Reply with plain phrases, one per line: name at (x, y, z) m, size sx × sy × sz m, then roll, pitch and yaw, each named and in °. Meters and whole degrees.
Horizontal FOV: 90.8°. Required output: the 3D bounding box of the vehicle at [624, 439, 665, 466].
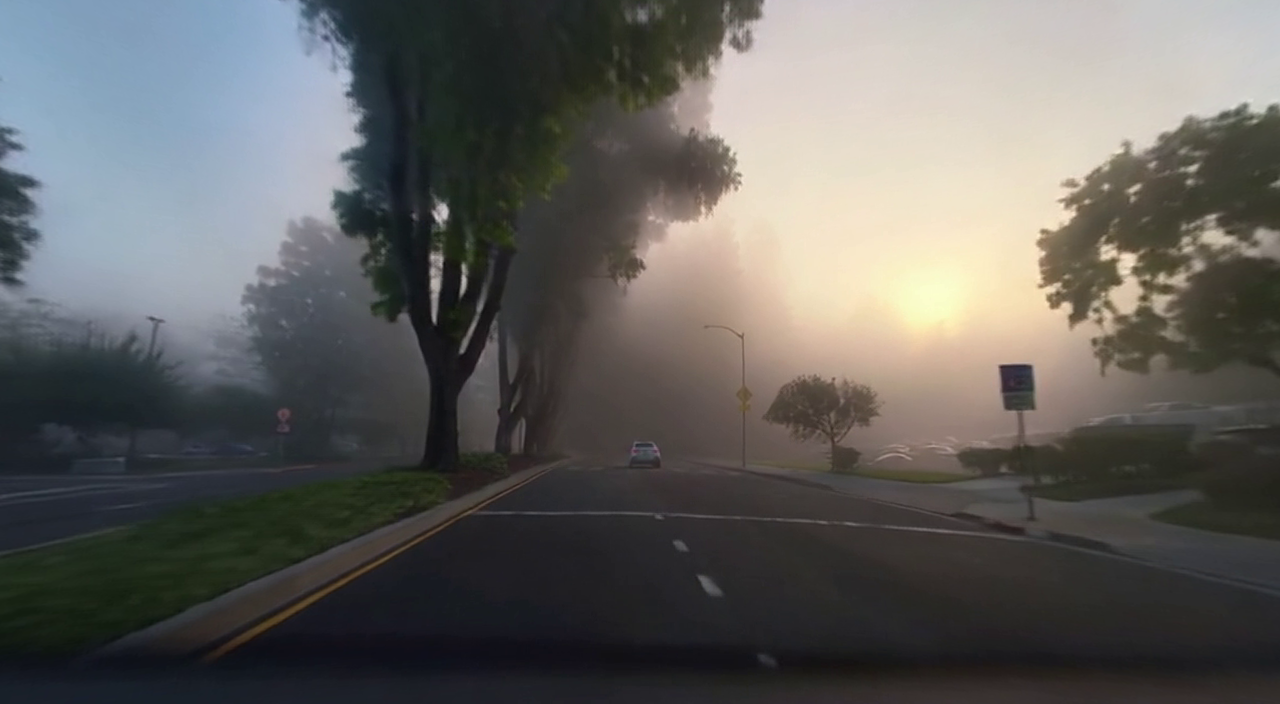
vehicle at (0.191, 6.052, 38.150) m, size 2.142 × 1.501 × 4.273 m, roll 0°, pitch -8°, yaw -4°
